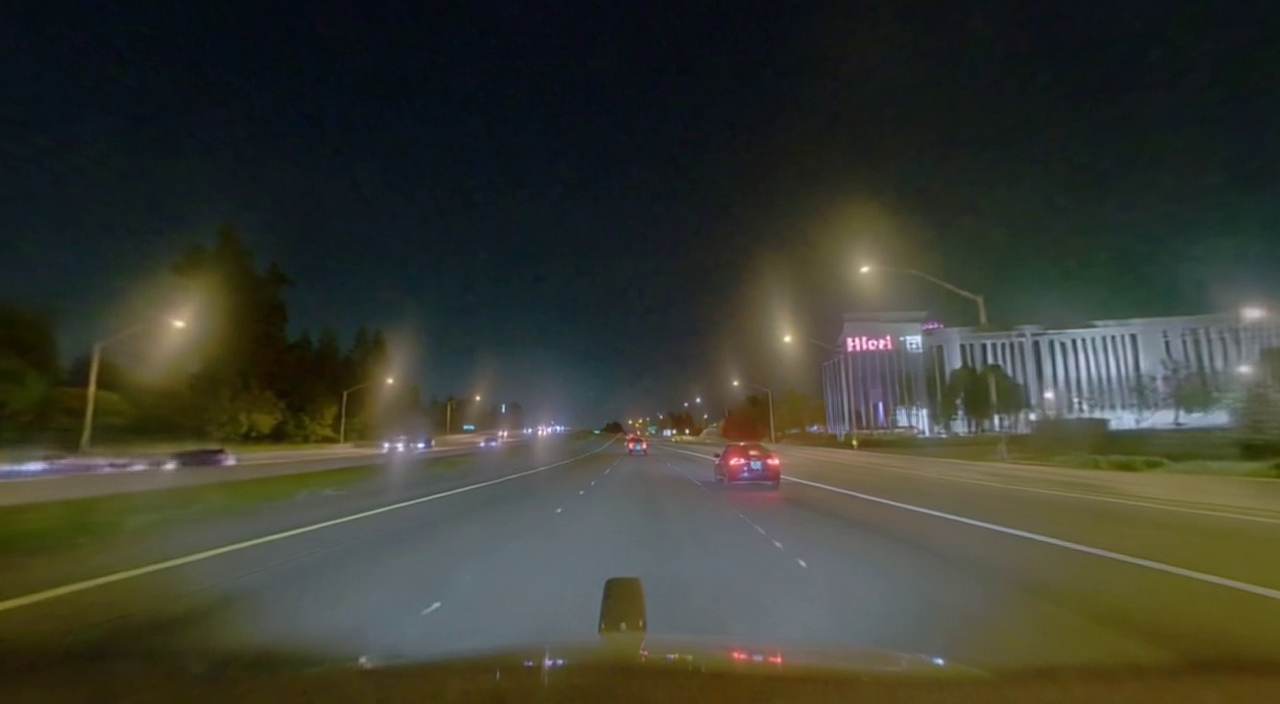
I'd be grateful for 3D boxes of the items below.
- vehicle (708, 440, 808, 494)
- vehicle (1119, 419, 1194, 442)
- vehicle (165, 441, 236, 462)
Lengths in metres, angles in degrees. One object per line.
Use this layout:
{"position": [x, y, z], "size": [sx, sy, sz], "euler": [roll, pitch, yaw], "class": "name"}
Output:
{"position": [3.375, 3.395, 19.040], "size": [2.069, 1.431, 4.313], "euler": [0, -9, -2], "class": "vehicle"}
{"position": [40.052, 6.097, 49.031], "size": [4.263, 1.563, 1.862], "euler": [-9, -10, 35], "class": "vehicle"}
{"position": [-31.794, 7.192, 45.809], "size": [1.971, 1.461, 4.469], "euler": [0, -8, -1], "class": "vehicle"}
